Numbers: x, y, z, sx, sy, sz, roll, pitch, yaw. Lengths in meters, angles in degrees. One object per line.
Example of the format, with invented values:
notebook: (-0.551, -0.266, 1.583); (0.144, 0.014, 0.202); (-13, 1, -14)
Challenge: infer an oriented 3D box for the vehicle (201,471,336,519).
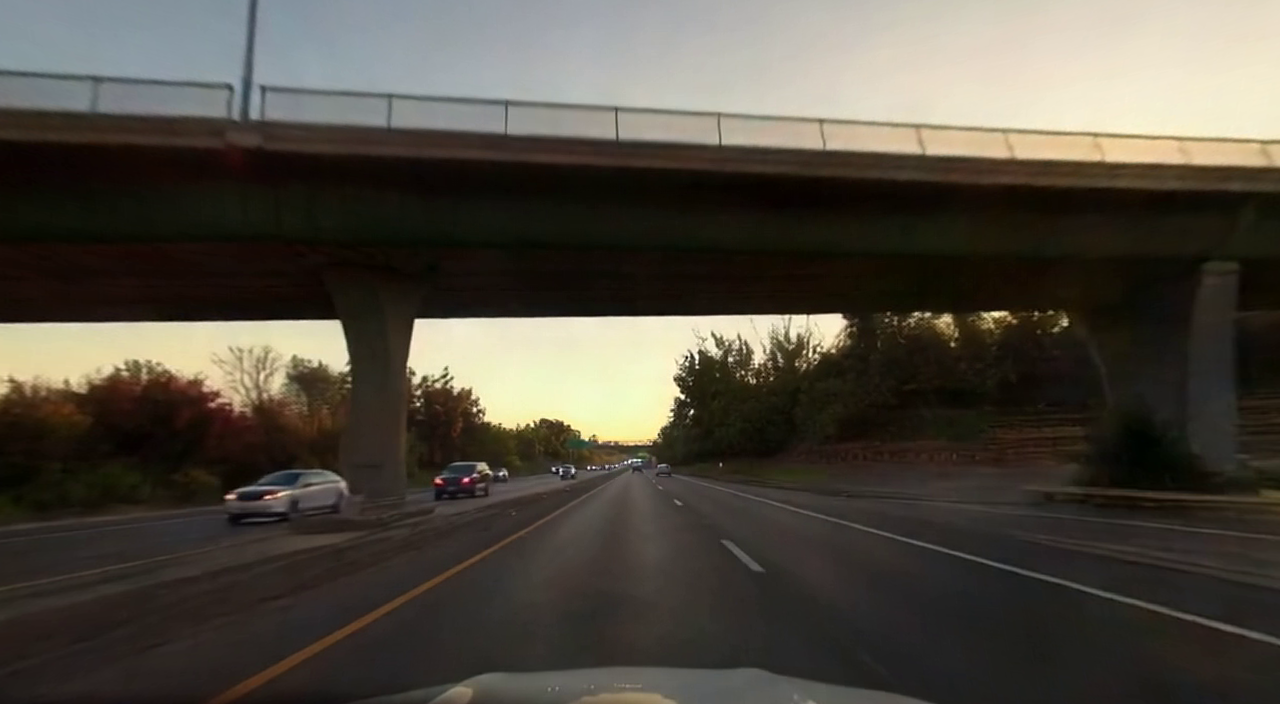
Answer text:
vehicle: (-13.019, 5.016, 22.446); (2.002, 1.461, 4.548); (1, -10, 0)

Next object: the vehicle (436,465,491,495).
vehicle: (-9.523, 6.931, 34.183); (1.787, 1.465, 3.822); (1, -10, 1)
